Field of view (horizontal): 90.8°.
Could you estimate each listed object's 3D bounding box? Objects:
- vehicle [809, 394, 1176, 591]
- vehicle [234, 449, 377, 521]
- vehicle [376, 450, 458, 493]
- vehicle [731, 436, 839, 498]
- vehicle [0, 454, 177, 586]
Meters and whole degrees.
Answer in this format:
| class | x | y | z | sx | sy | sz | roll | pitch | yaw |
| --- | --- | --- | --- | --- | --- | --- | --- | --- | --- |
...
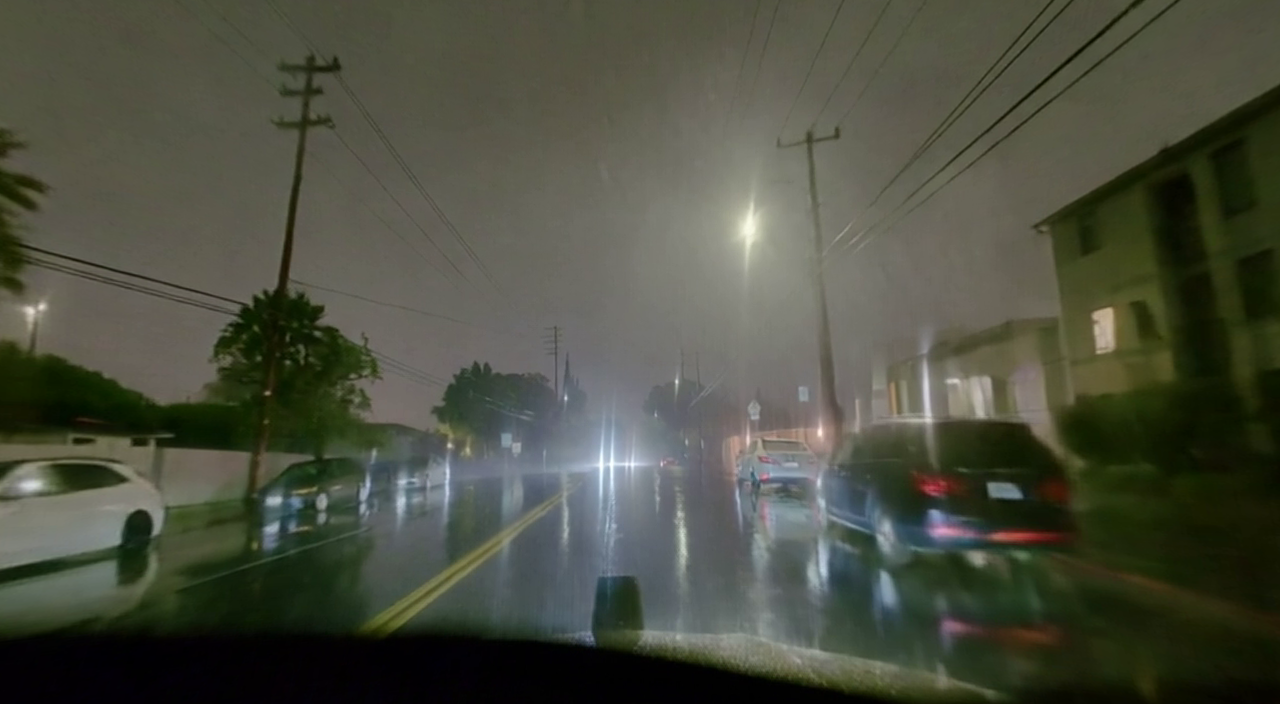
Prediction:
| class | x | y | z | sx | sy | sz | roll | pitch | yaw |
| --- | --- | --- | --- | --- | --- | --- | --- | --- | --- |
| vehicle | 3.739 | 1.581 | 7.888 | 2.155 | 1.747 | 4.311 | -1 | -8 | 2 |
| vehicle | -9.384 | 3.701 | 18.135 | 1.884 | 1.526 | 4.061 | -5 | -7 | 1 |
| vehicle | -9.437 | 5.040 | 27.115 | 2.000 | 1.495 | 4.687 | -3 | -8 | -3 |
| vehicle | 3.840 | 3.130 | 17.636 | 1.946 | 1.468 | 4.721 | 0 | -8 | 0 |
| vehicle | -9.298 | 2.387 | 9.116 | 2.051 | 1.657 | 4.322 | -3 | -9 | -2 |
